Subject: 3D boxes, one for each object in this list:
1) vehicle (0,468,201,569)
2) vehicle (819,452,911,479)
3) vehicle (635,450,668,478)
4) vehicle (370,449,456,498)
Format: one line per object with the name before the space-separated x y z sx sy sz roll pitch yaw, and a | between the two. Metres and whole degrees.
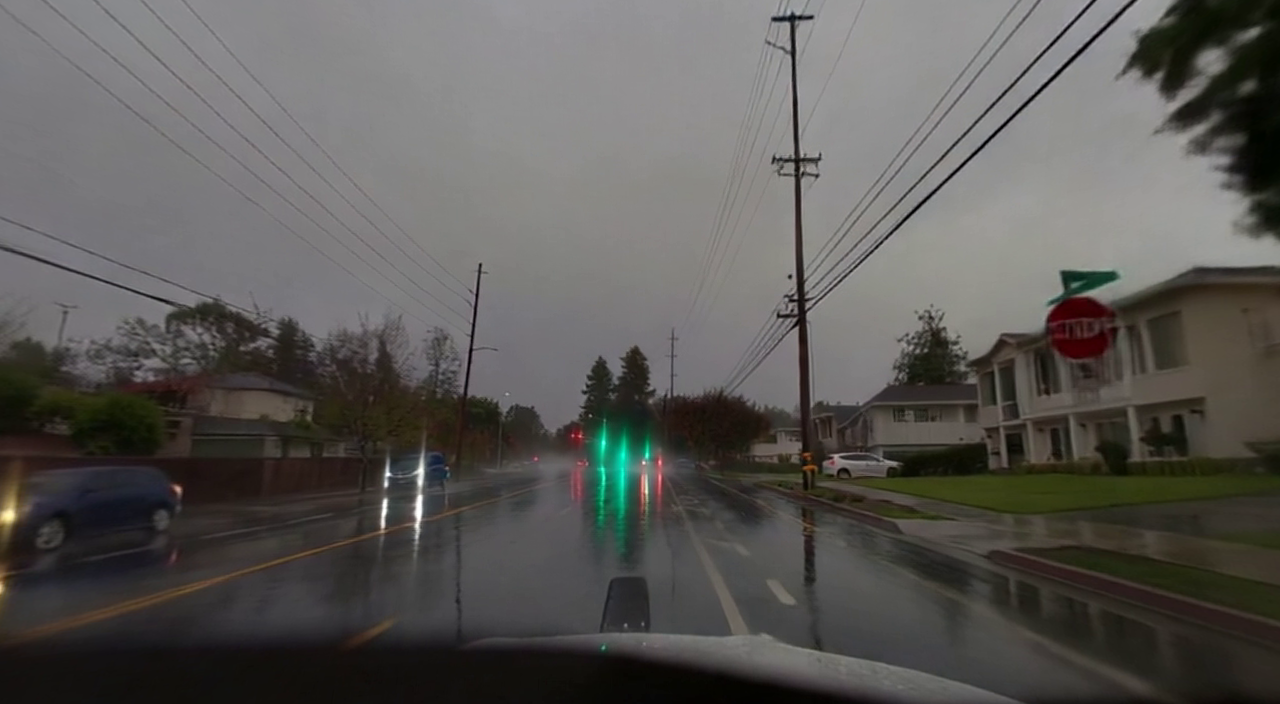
vehicle | -11.387 3.154 12.632 1.965 1.455 4.472 0 -8 -1
vehicle | 13.183 6.647 37.071 4.648 1.511 1.919 0 -8 -1
vehicle | 0.855 8.127 46.131 2.284 1.741 4.702 2 -8 2
vehicle | -10.568 5.662 29.822 1.998 2.047 5.167 0 -8 1
